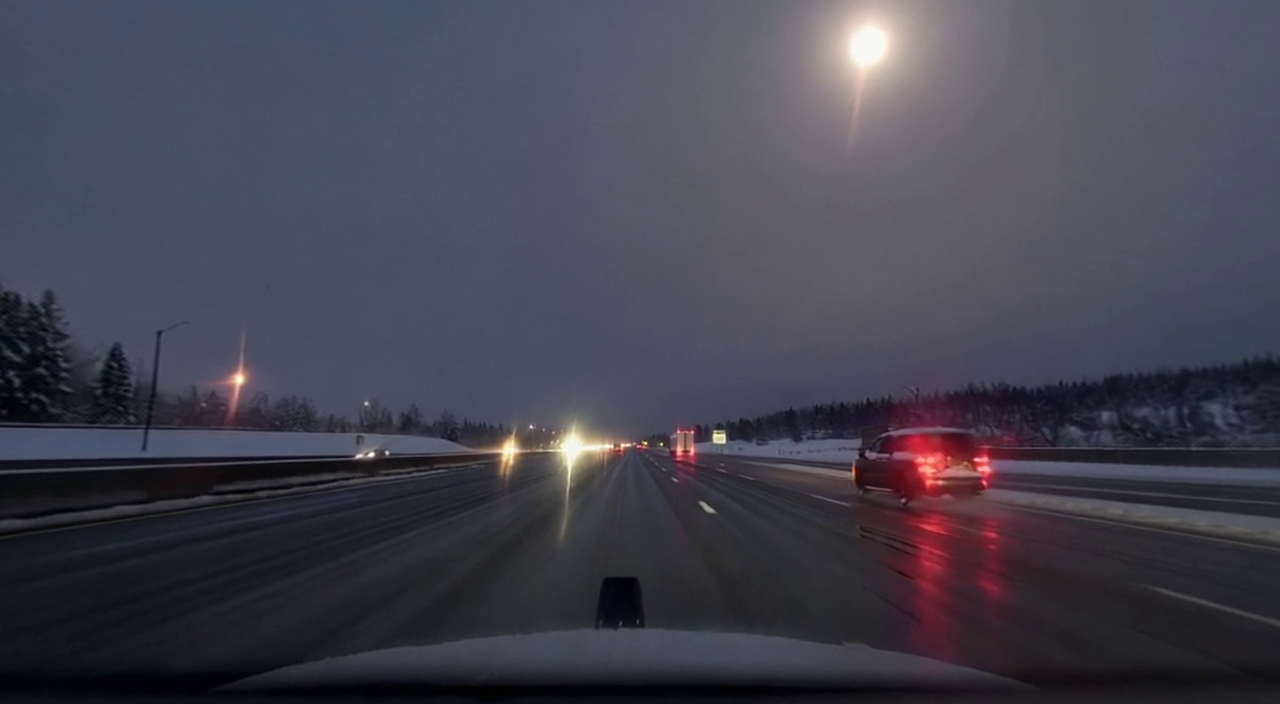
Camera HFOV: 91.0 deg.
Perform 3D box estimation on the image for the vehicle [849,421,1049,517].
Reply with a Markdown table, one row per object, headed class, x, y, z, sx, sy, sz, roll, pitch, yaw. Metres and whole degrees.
| class | x | y | z | sx | sy | sz | roll | pitch | yaw |
| --- | --- | --- | --- | --- | --- | --- | --- | --- | --- |
| vehicle | 6.558 | 2.547 | 14.149 | 2.096 | 1.767 | 4.601 | 0 | -9 | -1 |
